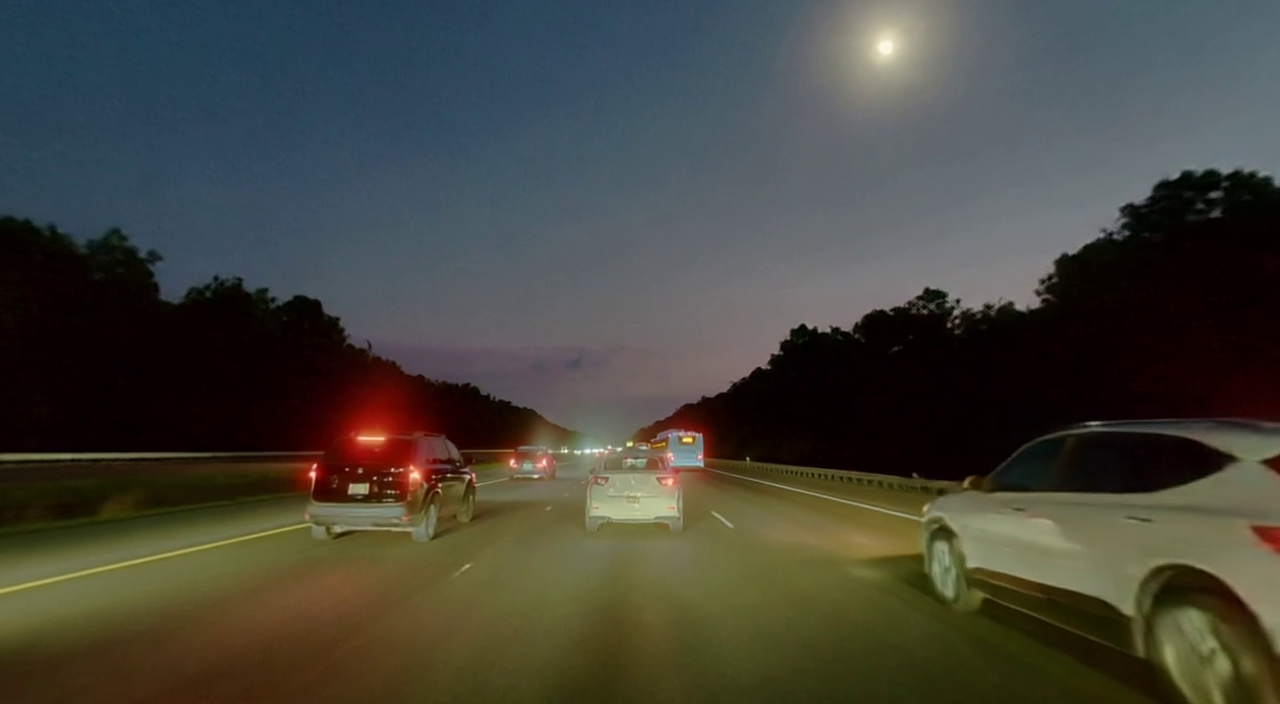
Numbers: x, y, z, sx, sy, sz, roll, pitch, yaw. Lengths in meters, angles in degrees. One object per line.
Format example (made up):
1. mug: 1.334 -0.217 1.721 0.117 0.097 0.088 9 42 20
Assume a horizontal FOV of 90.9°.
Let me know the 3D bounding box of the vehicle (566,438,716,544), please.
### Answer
1. vehicle: -0.044 2.308 11.105 2.120 1.478 4.179 0 -9 -2

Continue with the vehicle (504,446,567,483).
1. vehicle: -4.458 4.855 27.498 2.122 1.491 3.800 0 -9 -1

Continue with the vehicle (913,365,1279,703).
1. vehicle: 3.706 1.104 3.964 1.996 1.688 4.207 0 -9 -1

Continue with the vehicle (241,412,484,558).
1. vehicle: -3.792 1.886 9.562 1.830 1.703 4.142 0 -9 -1
